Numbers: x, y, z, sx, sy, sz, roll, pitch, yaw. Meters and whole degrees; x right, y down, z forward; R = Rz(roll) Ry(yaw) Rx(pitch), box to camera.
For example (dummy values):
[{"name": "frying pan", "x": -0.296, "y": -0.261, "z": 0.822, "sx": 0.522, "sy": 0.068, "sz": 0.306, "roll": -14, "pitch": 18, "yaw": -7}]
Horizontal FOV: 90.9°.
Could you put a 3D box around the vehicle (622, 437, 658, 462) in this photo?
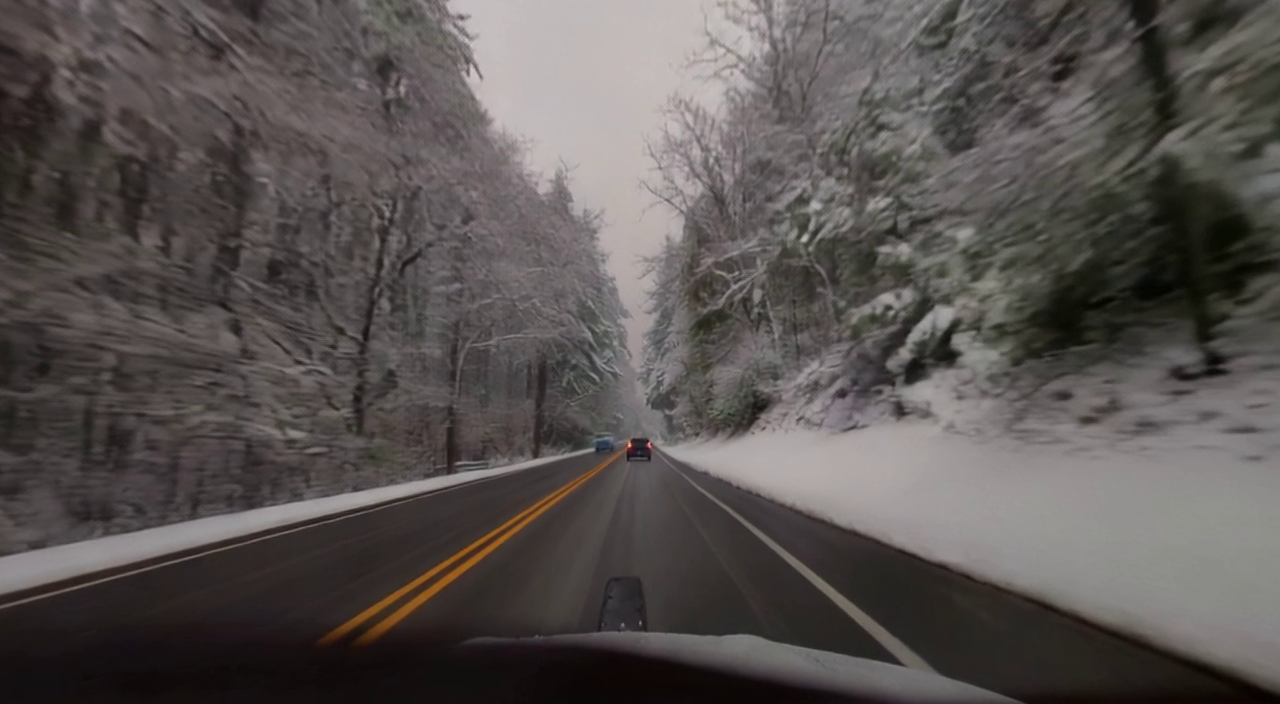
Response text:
[{"name": "vehicle", "x": 0.016, "y": 6.112, "z": 39.699, "sx": 2.120, "sy": 1.491, "sz": 4.349, "roll": -1, "pitch": -8, "yaw": 0}]
